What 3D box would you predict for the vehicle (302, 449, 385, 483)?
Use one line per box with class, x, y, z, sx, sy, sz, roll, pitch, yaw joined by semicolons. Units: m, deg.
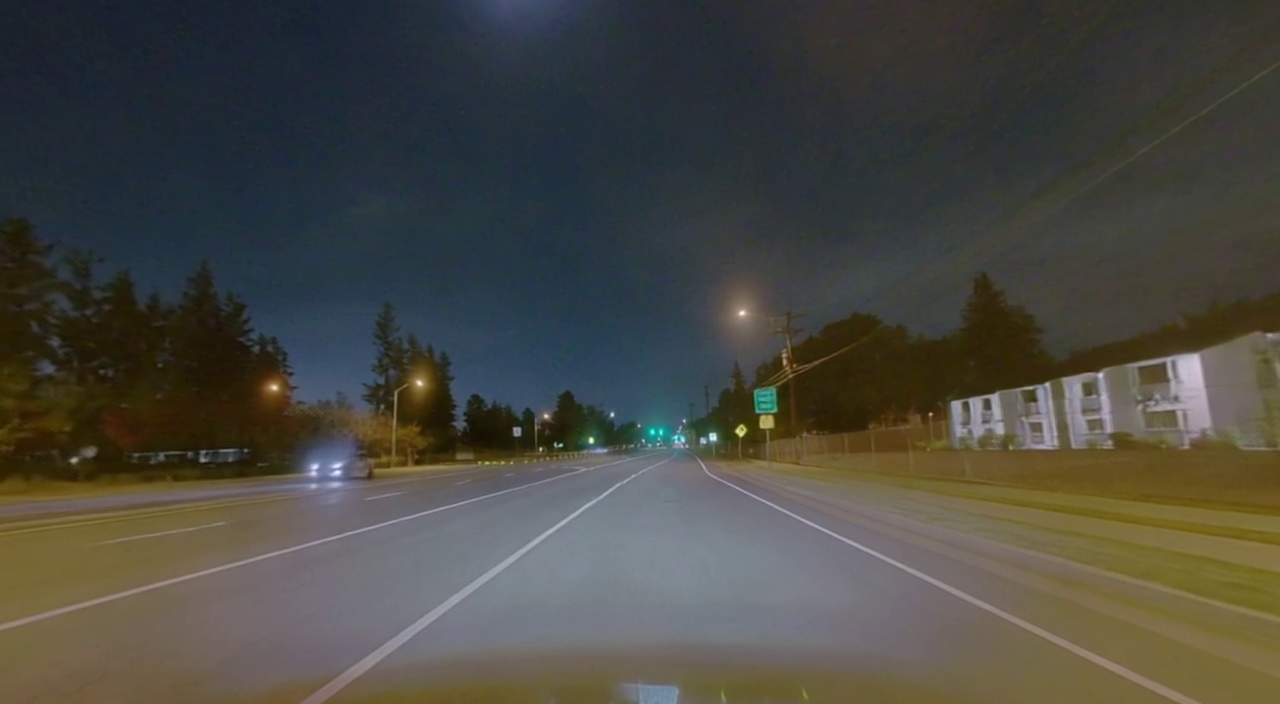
vehicle;-14.488;5.569;31.224;1.887;1.478;4.471;0;-8;1
